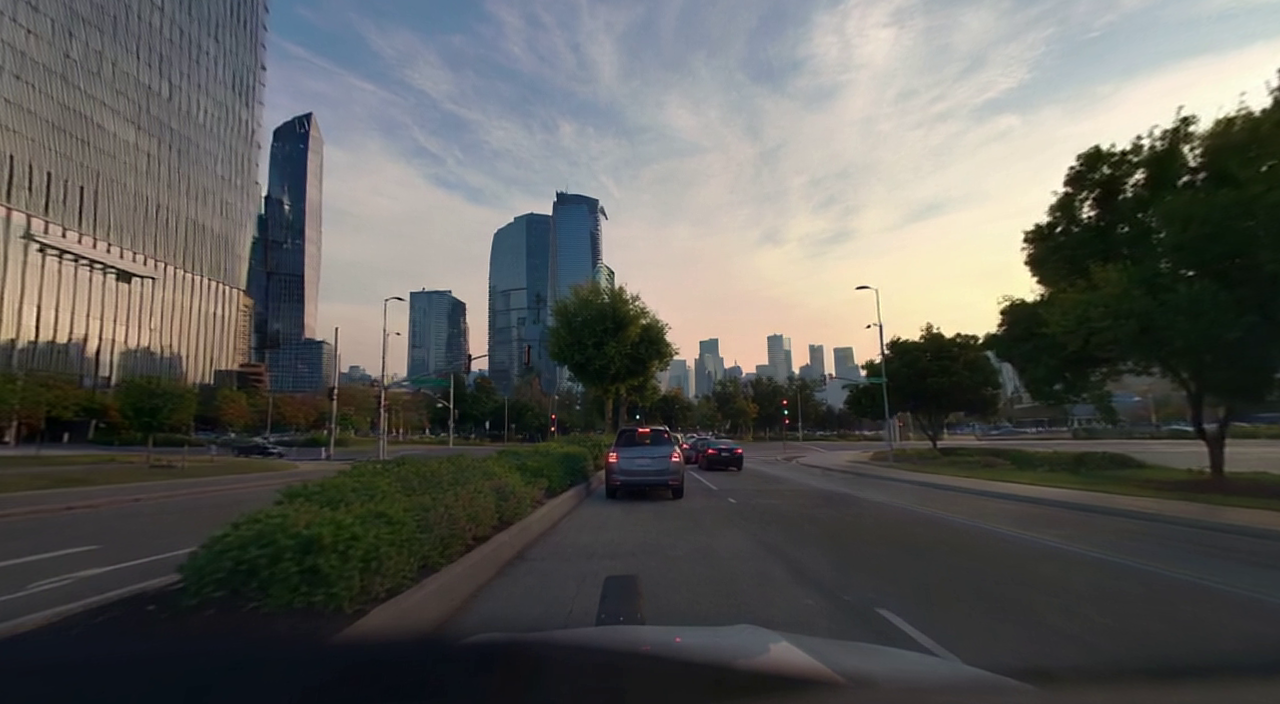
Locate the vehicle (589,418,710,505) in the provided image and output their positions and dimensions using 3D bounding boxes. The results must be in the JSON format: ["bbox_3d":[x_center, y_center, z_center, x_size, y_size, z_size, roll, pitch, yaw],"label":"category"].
[{"bbox_3d":[0.209,2.716,15.942,2.601,1.878,4.535,0,-9,0],"label":"vehicle"}]

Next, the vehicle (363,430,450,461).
[{"bbox_3d":[-18.248,7.299,49.162,6.448,2.310,2.717,-5,-10,28],"label":"vehicle"}]
